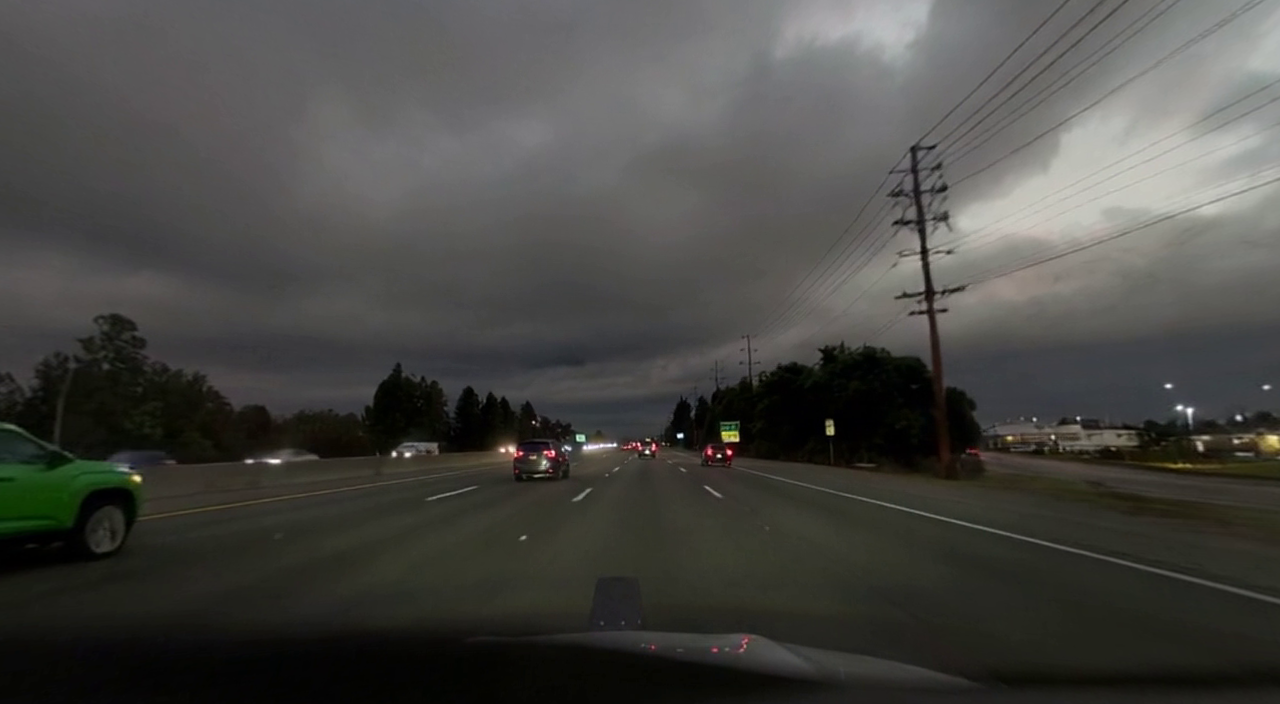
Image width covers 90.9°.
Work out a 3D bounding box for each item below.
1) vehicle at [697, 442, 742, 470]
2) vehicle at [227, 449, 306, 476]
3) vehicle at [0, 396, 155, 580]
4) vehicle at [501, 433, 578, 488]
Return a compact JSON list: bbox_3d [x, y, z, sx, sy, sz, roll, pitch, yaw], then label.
[{"bbox_3d":[4.516,5.951,36.395,1.964,1.479,4.252,0,-8,-1],"label":"vehicle"},{"bbox_3d":[-22.009,6.492,37.395,1.847,1.456,4.504,0,-8,2],"label":"vehicle"},{"bbox_3d":[-7.433,1.269,5.684,2.162,1.805,4.853,0,-8,1],"label":"vehicle"},{"bbox_3d":[-3.360,3.712,21.904,1.961,1.704,4.052,0,-8,1],"label":"vehicle"}]
